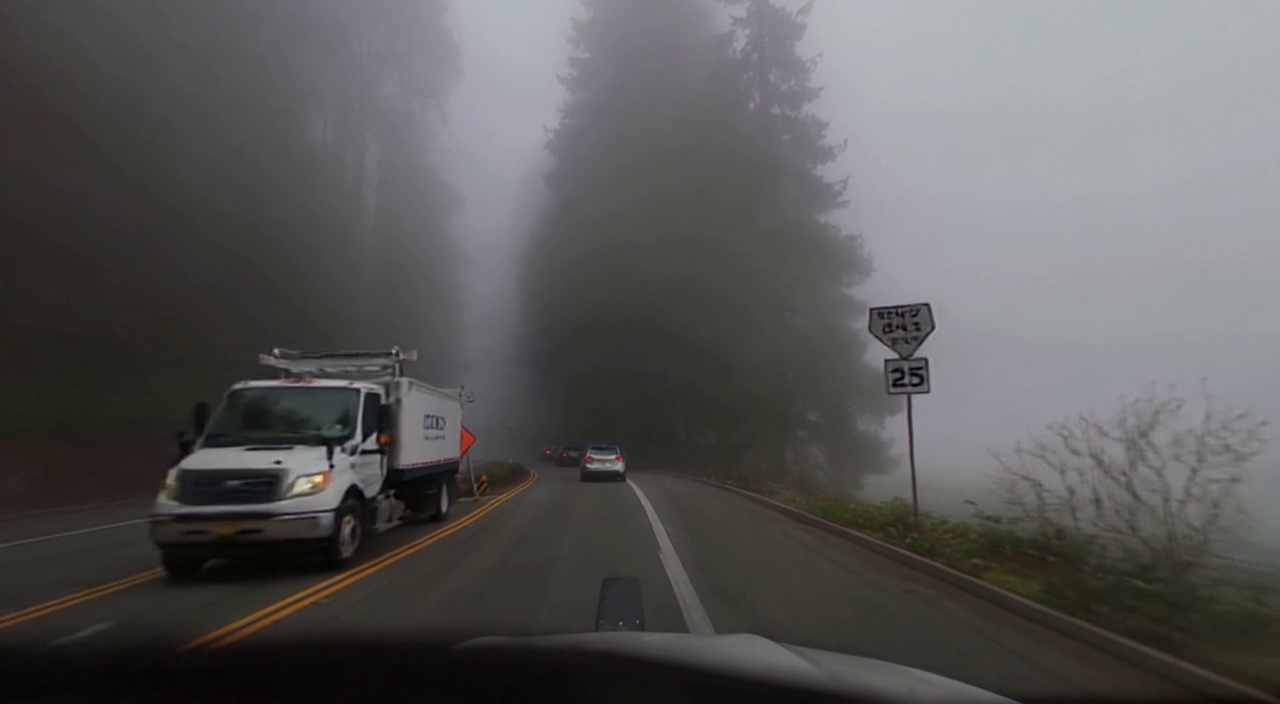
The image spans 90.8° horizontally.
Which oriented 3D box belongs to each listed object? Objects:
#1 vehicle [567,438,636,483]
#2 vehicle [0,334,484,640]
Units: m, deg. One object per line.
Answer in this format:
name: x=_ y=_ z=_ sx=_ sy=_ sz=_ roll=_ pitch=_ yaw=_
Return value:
vehicle: x=-1.510 y=3.916 z=23.113 sx=2.186 sy=1.463 sz=4.356 roll=1 pitch=-8 yaw=-8
vehicle: x=-3.653 y=1.344 z=7.417 sx=2.671 sy=2.053 sz=6.074 roll=1 pitch=-8 yaw=-6
